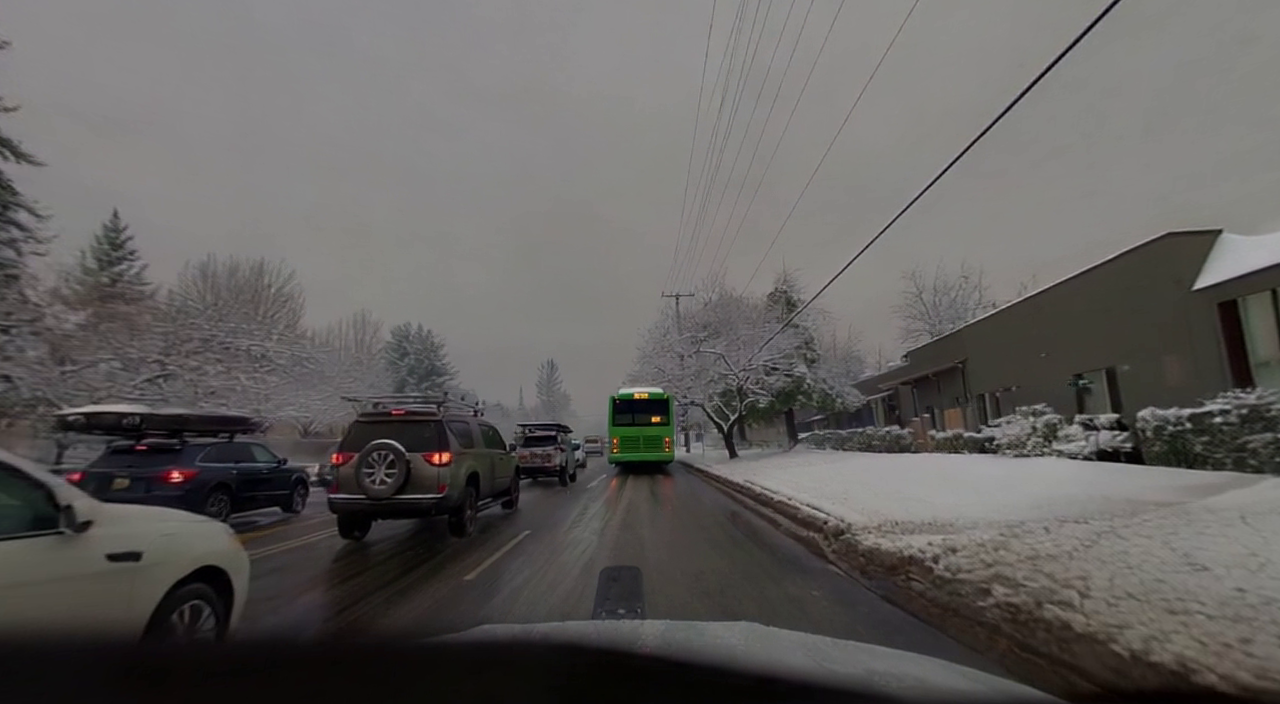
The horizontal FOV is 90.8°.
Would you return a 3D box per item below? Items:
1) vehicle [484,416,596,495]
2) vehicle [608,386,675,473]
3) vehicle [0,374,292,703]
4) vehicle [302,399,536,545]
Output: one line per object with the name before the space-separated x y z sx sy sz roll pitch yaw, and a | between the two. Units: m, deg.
vehicle | -2.940 3.279 20.243 2.546 2.125 5.869 0 -9 1
vehicle | 0.083 4.339 34.235 2.970 3.857 12.200 0 -9 0
vehicle | -3.303 0.805 1.789 2.042 1.571 4.475 0 -9 1
vehicle | -3.298 1.954 10.819 2.095 1.892 5.043 0 -9 1
